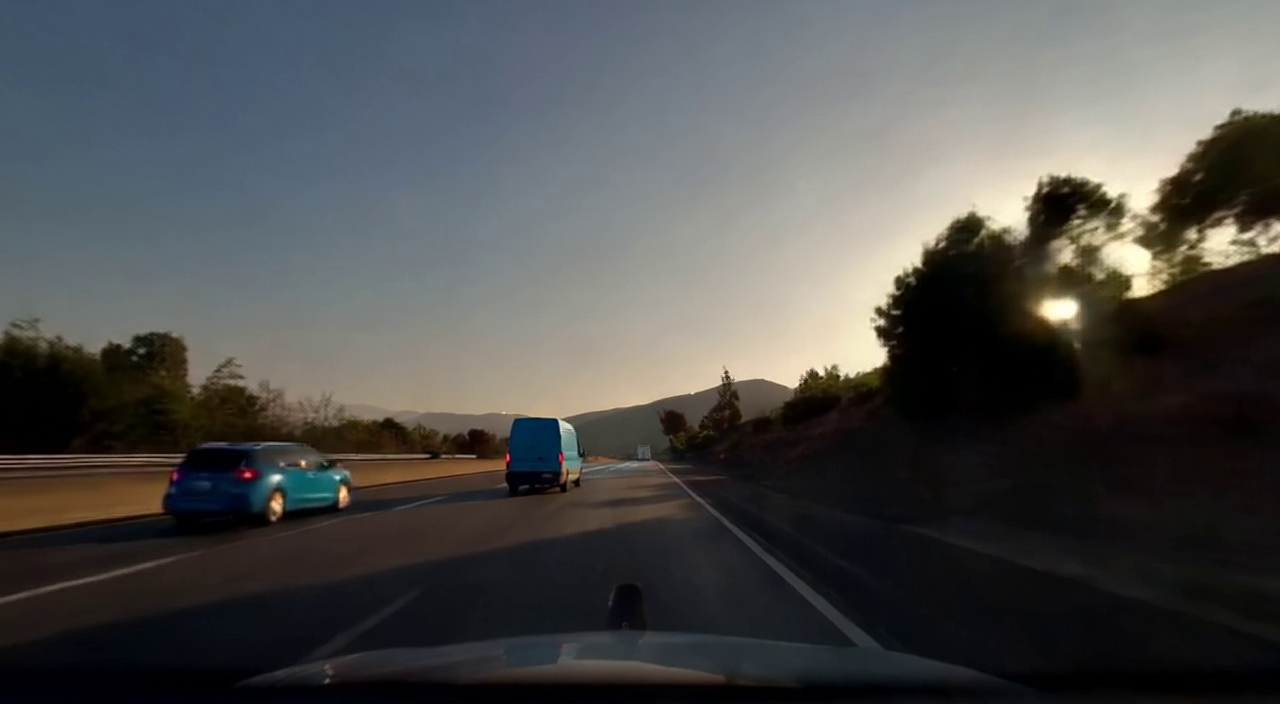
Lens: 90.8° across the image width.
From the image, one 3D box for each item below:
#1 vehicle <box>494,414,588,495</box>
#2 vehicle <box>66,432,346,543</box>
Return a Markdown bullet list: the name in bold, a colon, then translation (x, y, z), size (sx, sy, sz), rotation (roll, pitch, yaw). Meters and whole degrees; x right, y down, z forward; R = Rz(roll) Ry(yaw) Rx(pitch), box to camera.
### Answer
- **vehicle**: translation (-3.416, 3.742, 23.159), size (2.437, 2.565, 5.829), rotation (0, -9, 1)
- **vehicle**: translation (-7.607, 2.394, 11.769), size (2.164, 1.664, 4.252), rotation (0, -9, 0)
